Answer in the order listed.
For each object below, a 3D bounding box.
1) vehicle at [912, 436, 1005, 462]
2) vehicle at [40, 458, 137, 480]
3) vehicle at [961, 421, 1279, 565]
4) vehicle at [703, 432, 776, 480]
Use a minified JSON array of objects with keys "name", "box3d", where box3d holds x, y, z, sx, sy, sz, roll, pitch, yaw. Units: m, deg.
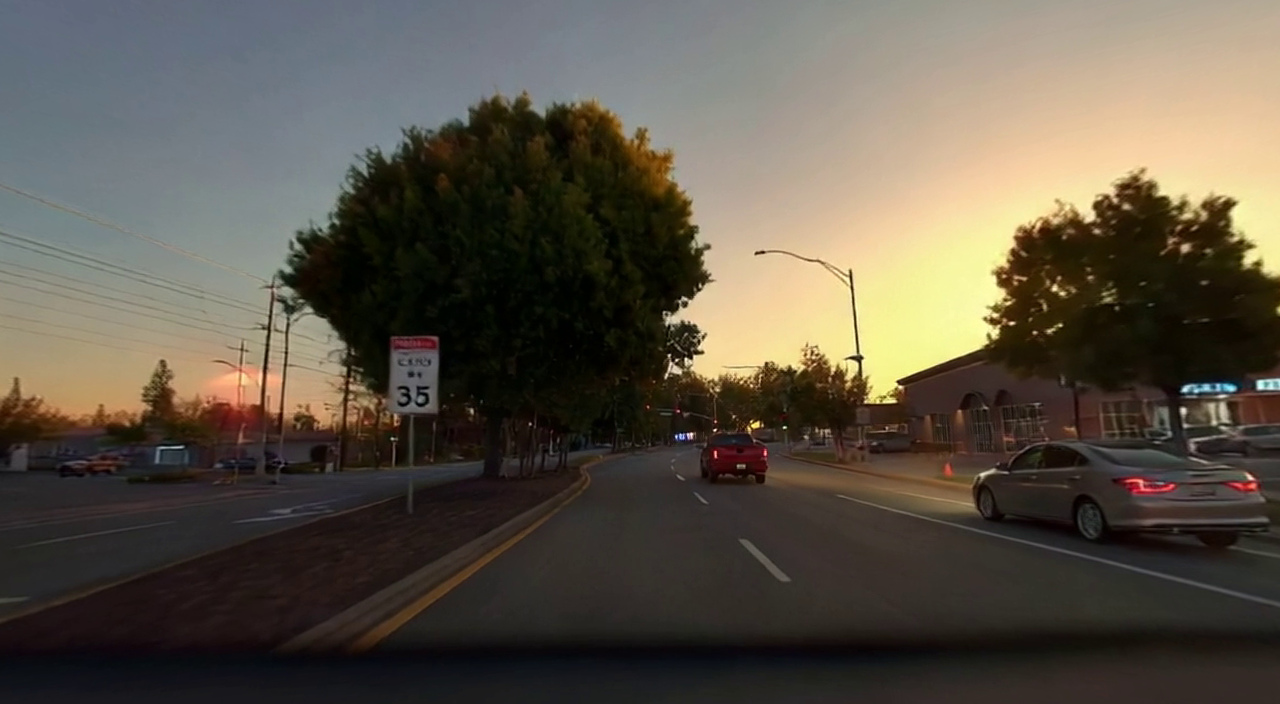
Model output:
[{"name":"vehicle","box3d":[18.346,5.620,36.517,4.337,1.447,1.933,0,-8,0]},{"name":"vehicle","box3d":[-40.306,8.531,46.283,1.803,1.468,5.050,-7,-11,39]},{"name":"vehicle","box3d":[6.612,1.786,8.776,1.986,1.480,4.296,0,-8,-1]},{"name":"vehicle","box3d":[3.920,4.208,25.838,2.214,1.749,4.998,0,-8,1]}]
